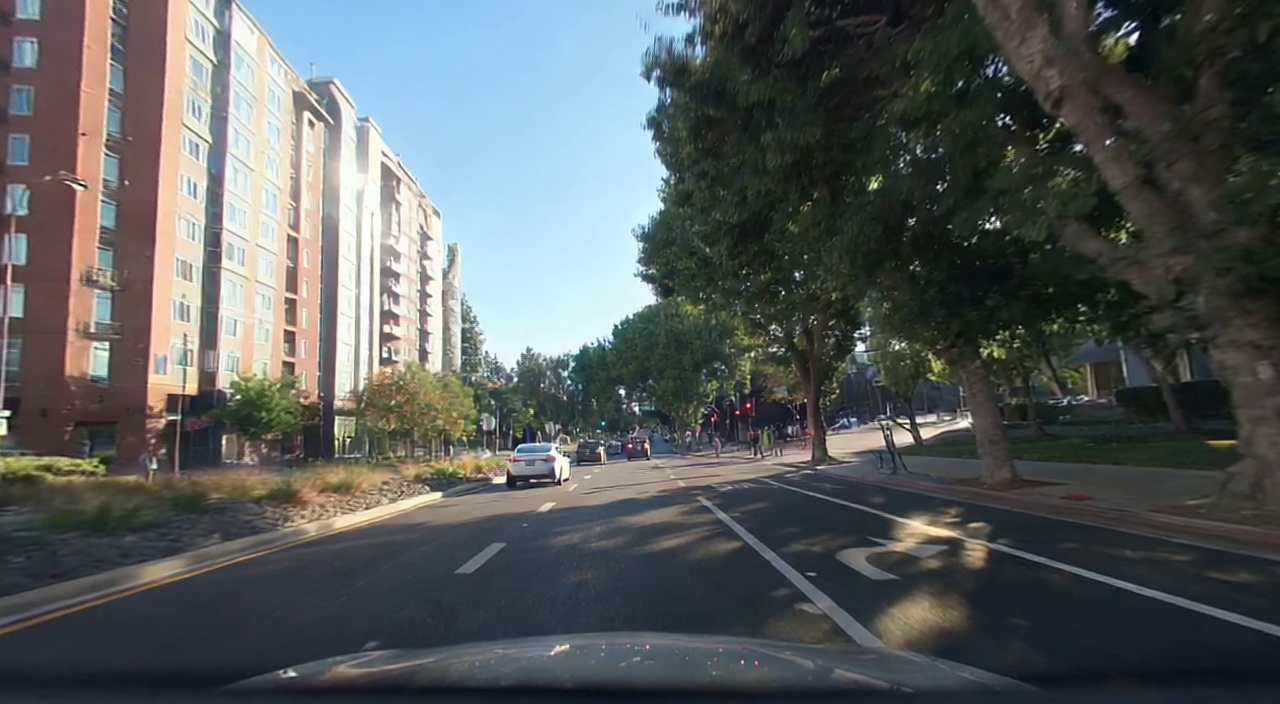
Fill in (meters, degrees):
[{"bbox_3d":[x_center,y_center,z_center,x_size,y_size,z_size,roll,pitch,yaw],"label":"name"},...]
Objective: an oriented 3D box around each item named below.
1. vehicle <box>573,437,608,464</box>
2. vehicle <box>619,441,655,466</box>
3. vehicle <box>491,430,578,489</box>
[{"bbox_3d":[-3.495,7.060,45.446,2.152,1.802,4.628,0,-8,0],"label":"vehicle"},{"bbox_3d":[-0.211,6.251,39.089,2.095,1.438,3.843,0,-8,-1],"label":"vehicle"},{"bbox_3d":[-3.361,3.532,21.028,2.116,1.725,4.315,0,-8,1],"label":"vehicle"}]
